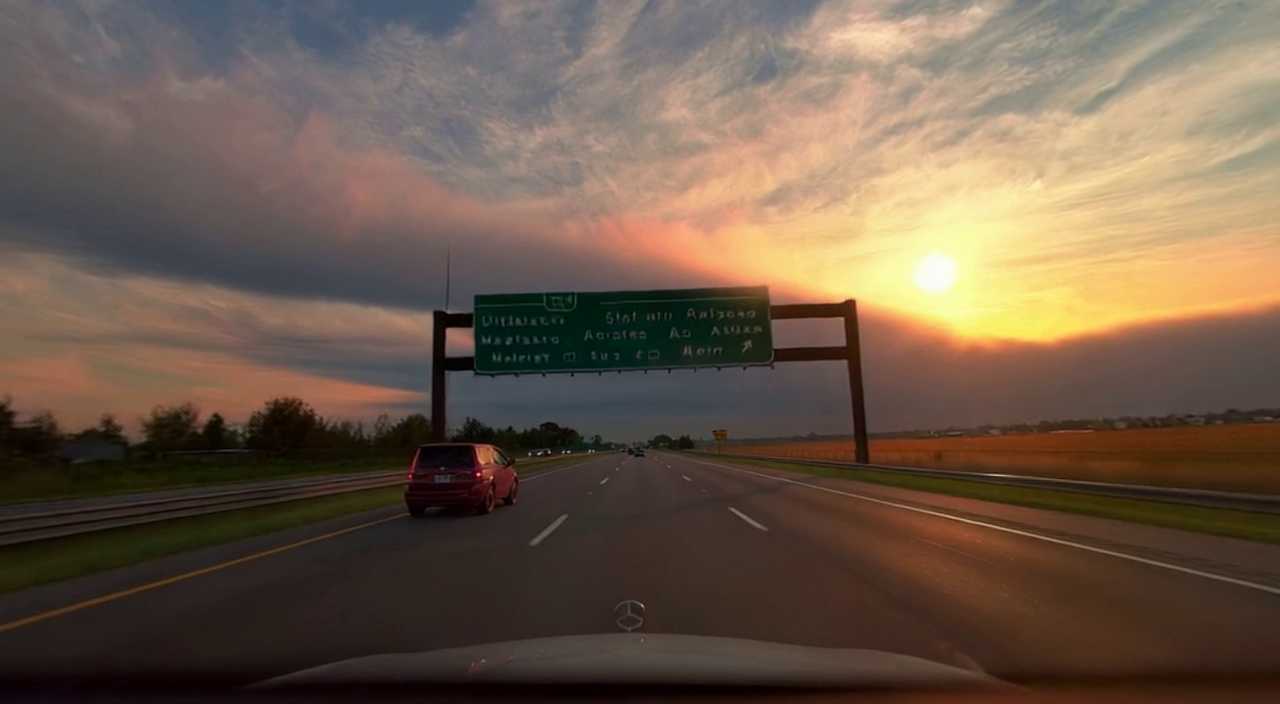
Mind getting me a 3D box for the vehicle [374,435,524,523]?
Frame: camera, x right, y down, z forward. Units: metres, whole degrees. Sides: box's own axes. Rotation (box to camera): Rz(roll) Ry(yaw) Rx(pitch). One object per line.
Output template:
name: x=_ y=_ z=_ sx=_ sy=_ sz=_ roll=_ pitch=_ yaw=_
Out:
vehicle: x=-3.685 y=2.523 z=12.988 sx=1.815 sy=1.500 sz=4.036 roll=0 pitch=-9 yaw=0
